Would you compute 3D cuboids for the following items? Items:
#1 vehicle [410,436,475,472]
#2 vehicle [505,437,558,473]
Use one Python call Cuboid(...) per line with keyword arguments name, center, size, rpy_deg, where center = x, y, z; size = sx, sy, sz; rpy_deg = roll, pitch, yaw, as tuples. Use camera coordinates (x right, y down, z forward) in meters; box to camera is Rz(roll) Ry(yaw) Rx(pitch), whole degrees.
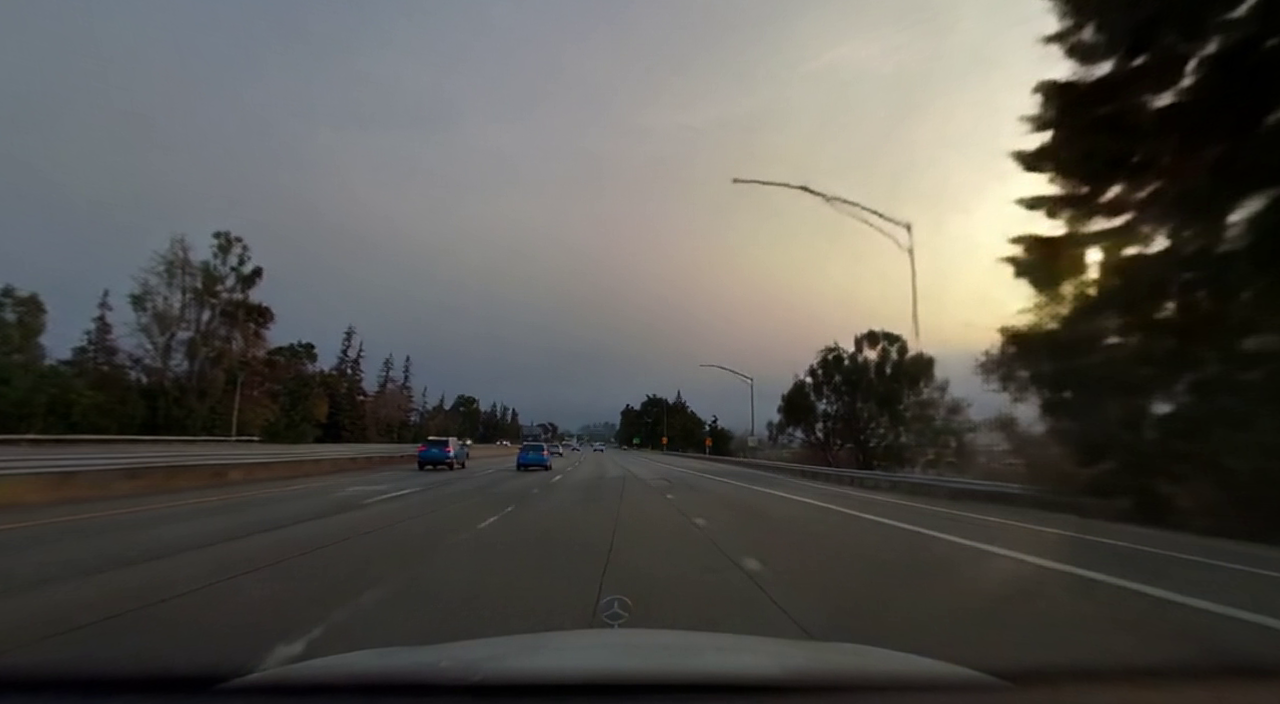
Cuboid(name="vehicle", center=(-9.886, 5.157, 32.014), size=(2.016, 1.711, 4.365), rpy_deg=(1, -9, -2))
Cuboid(name="vehicle", center=(-5.621, 5.412, 33.313), size=(2.146, 1.766, 4.502), rpy_deg=(1, -9, -2))
